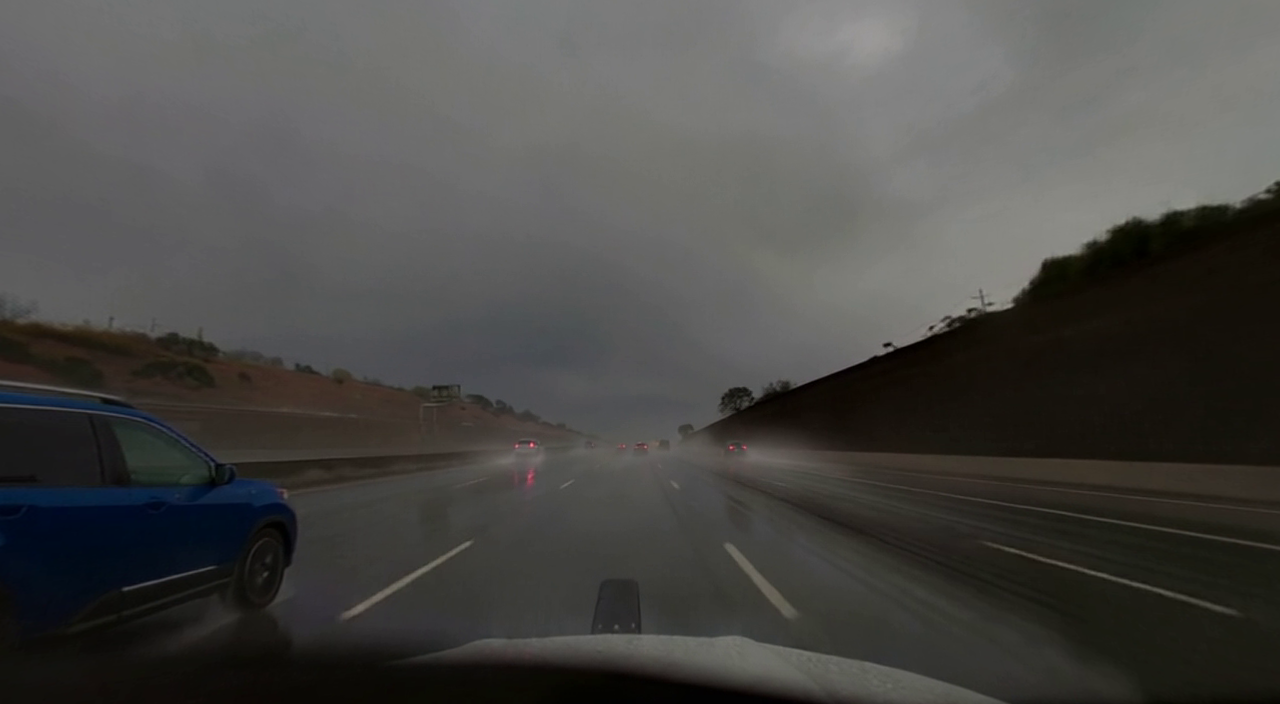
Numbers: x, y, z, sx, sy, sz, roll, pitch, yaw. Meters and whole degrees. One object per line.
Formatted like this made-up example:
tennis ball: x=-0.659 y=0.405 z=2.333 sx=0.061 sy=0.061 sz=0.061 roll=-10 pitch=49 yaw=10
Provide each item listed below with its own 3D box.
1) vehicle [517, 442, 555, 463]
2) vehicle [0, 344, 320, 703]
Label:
vehicle: x=-7.781 y=7.570 z=47.647 sx=2.054 sy=1.474 sz=4.450 roll=0 pitch=-9 yaw=1
vehicle: x=-3.665 y=0.867 z=2.825 sx=2.047 sy=1.715 sz=4.689 roll=0 pitch=-9 yaw=-1
